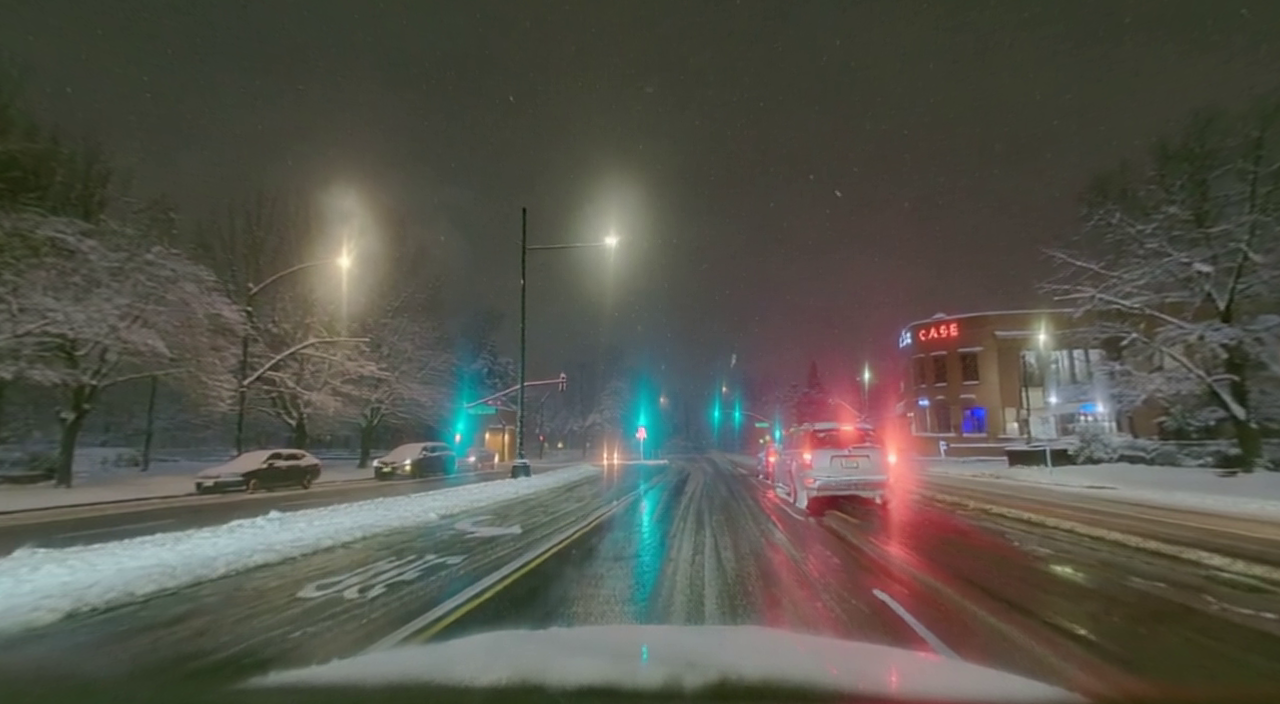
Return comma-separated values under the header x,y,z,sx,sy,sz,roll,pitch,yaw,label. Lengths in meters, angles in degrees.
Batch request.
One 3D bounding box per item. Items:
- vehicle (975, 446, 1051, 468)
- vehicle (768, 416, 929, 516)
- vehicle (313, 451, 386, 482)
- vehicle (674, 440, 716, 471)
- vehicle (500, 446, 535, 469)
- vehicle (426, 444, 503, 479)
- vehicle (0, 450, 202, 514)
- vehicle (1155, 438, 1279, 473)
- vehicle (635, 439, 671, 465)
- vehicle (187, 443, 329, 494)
x,y,z,sx,sy,sz,roll,pitch,yaw,label
27.039,7.615,45.812,4.361,1.429,1.843,0,-9,11,vehicle
4.322,2.448,14.084,2.282,1.797,4.924,-1,-8,5,vehicle
-15.321,6.054,33.555,1.804,1.437,4.560,0,-8,-1,vehicle
2.963,5.449,33.412,2.059,1.477,3.988,-1,-8,7,vehicle
-8.647,7.452,44.735,1.884,1.456,4.356,0,-8,-3,vehicle
-8.409,5.265,30.645,2.047,1.572,4.472,-1,-8,6,vehicle
-15.955,3.786,18.959,1.937,1.605,4.531,-1,-8,6,vehicle
28.640,5.028,30.561,2.043,1.496,5.210,3,-10,-21,vehicle
0.974,6.940,43.937,2.057,1.678,4.639,-1,-8,7,vehicle
-15.873,4.827,26.729,2.200,1.884,5.653,-1,-8,4,vehicle
